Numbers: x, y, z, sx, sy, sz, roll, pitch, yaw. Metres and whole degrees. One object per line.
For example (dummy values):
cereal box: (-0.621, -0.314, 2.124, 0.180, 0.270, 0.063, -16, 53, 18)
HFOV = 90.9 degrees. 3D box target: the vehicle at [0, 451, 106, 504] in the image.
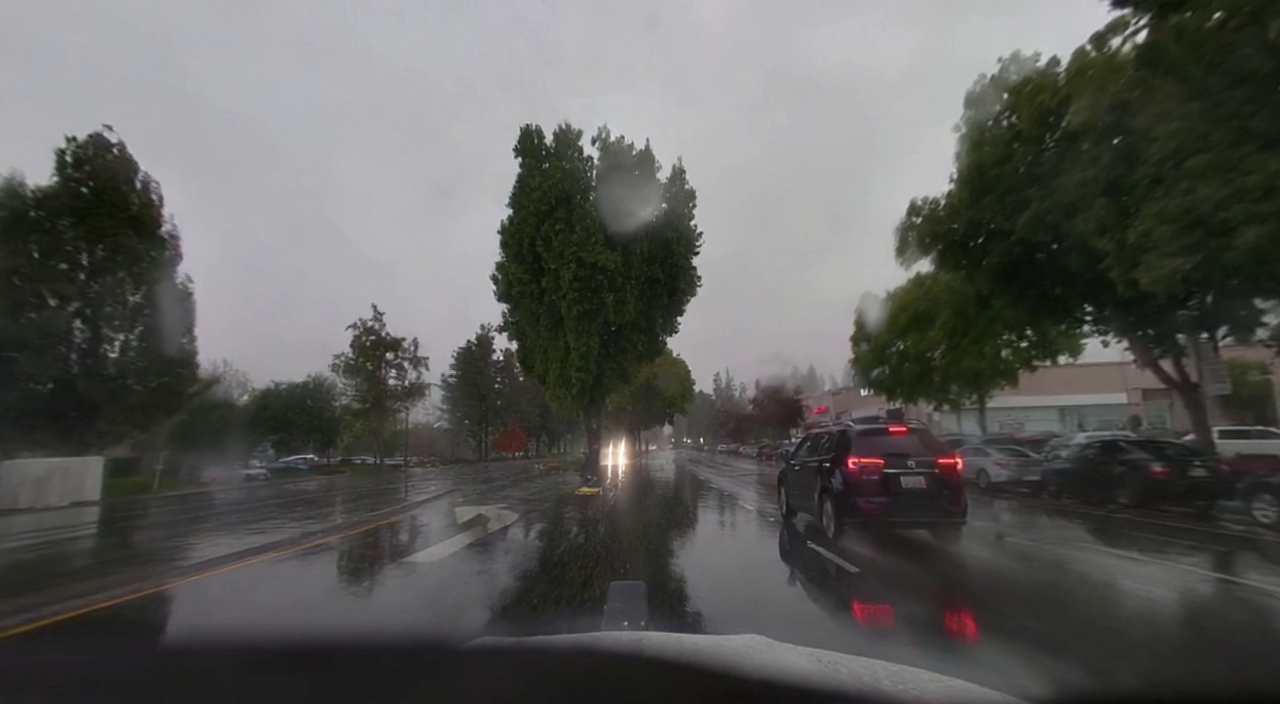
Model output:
vehicle: (-23.984, 4.840, 24.584, 5.096, 1.872, 2.139, -2, -9, 15)

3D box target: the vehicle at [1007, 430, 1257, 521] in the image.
vehicle: (10.973, 2.756, 14.682, 1.899, 1.732, 4.800, 0, -9, 0)

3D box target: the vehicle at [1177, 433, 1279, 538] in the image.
vehicle: (10.927, 2.028, 9.470, 1.835, 1.637, 4.407, 0, -9, 1)

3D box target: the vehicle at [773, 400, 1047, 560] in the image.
vehicle: (3.614, 1.825, 9.633, 2.183, 1.845, 4.482, 0, -9, 0)
